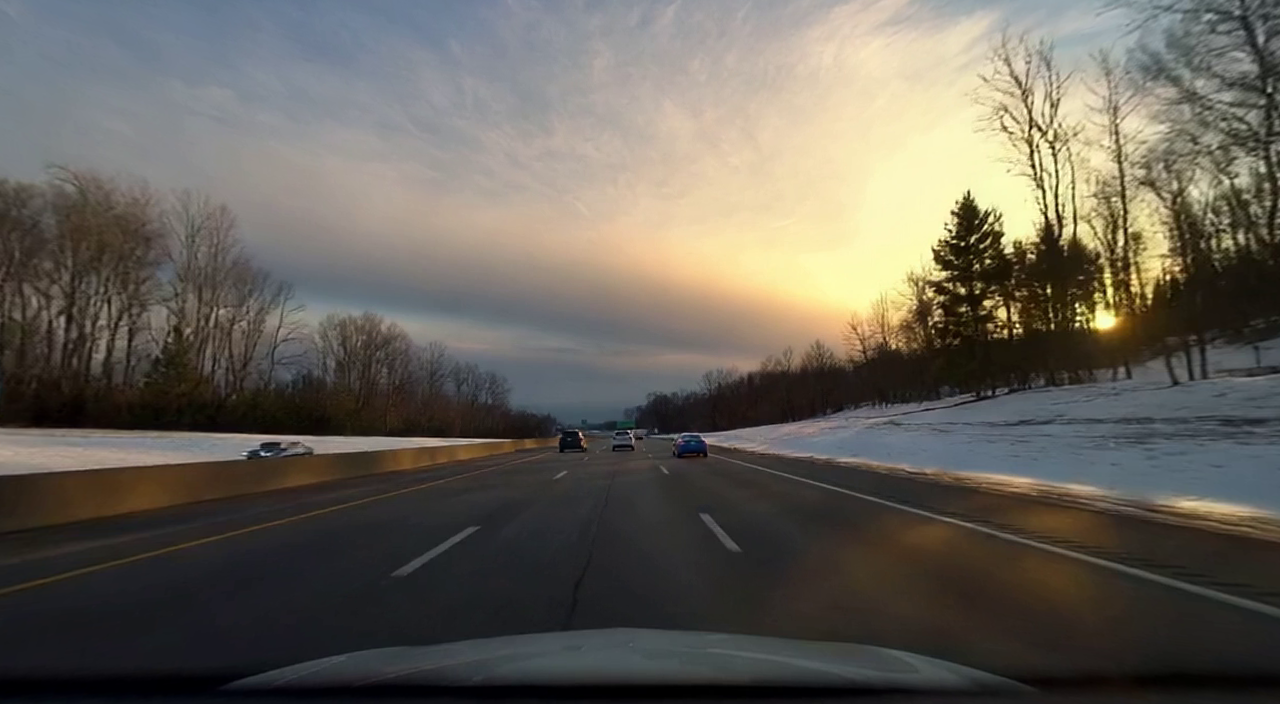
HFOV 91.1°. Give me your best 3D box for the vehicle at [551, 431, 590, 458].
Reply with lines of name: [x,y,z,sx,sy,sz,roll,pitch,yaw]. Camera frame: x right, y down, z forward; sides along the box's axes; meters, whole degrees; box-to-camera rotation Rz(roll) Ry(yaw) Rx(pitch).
vehicle: [-4.230,5.662,38.732,2.041,1.546,4.080,0,-8,-1]

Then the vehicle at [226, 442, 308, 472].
vehicle: [-21.281,5.982,36.129,1.869,1.532,4.584,0,-8,0]

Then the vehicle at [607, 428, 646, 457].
vehicle: [-0.809,5.439,37.908,2.182,1.680,4.253,0,-8,-1]

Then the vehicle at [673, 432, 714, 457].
vehicle: [3.284,5.753,39.368,2.056,1.479,4.660,0,-8,-1]
